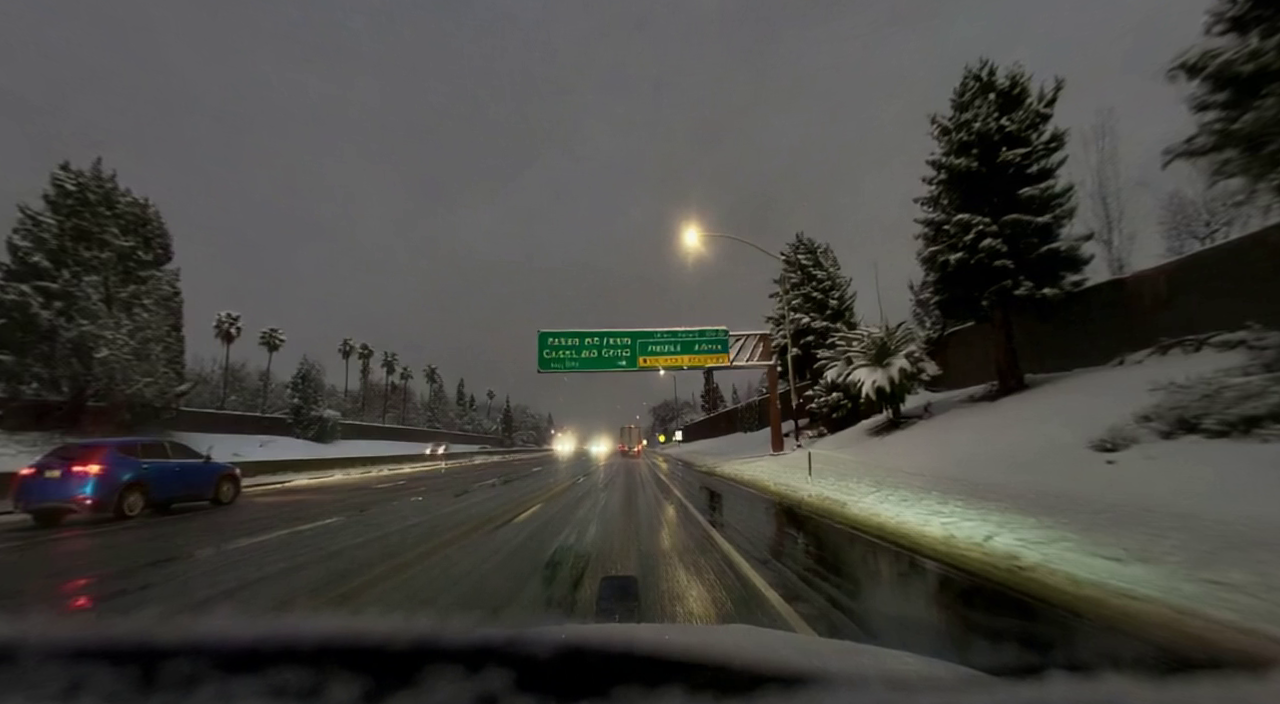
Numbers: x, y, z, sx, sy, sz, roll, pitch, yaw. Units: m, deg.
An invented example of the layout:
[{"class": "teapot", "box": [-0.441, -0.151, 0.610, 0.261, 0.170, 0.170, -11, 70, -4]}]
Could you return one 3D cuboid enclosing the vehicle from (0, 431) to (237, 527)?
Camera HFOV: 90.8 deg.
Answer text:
[{"class": "vehicle", "box": [-10.608, 2.510, 13.039, 1.897, 1.653, 4.113, 0, -9, -1]}]
